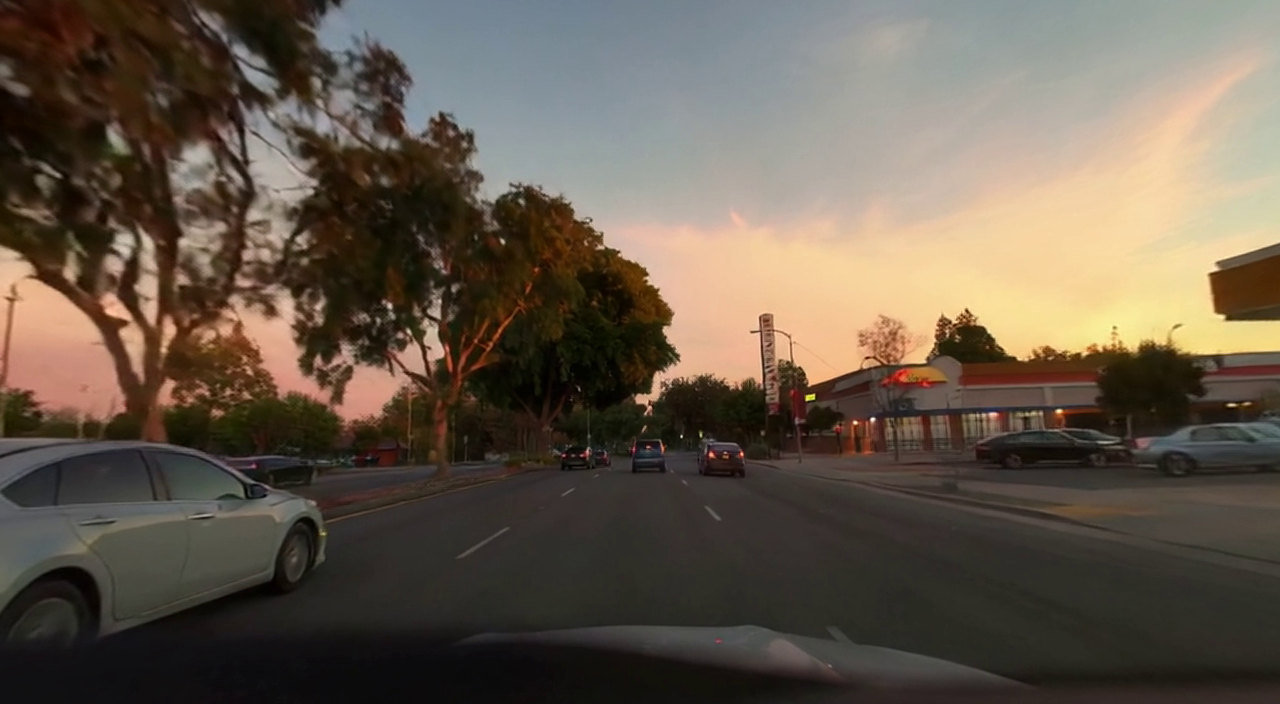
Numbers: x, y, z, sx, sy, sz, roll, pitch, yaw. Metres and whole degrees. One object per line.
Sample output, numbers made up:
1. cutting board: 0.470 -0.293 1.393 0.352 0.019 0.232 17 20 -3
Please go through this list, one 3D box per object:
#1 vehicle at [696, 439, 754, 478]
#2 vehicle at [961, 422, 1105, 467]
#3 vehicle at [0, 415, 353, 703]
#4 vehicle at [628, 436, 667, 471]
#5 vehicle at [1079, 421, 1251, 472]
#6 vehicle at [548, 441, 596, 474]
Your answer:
1. vehicle: 3.613 4.613 27.472 1.922 1.579 3.642 1 -9 -1
2. vehicle: 16.839 4.035 27.302 1.945 1.690 4.833 1 -9 -27
3. vehicle: -3.999 1.245 4.353 1.908 1.481 4.351 0 -9 1
4. vehicle: 0.421 5.945 37.052 2.193 1.873 4.033 0 -9 0
5. vehicle: 16.391 2.993 20.009 1.891 1.440 4.045 1 -9 -1
6. vehicle: -3.613 5.686 34.195 2.026 1.665 4.193 0 -9 1
